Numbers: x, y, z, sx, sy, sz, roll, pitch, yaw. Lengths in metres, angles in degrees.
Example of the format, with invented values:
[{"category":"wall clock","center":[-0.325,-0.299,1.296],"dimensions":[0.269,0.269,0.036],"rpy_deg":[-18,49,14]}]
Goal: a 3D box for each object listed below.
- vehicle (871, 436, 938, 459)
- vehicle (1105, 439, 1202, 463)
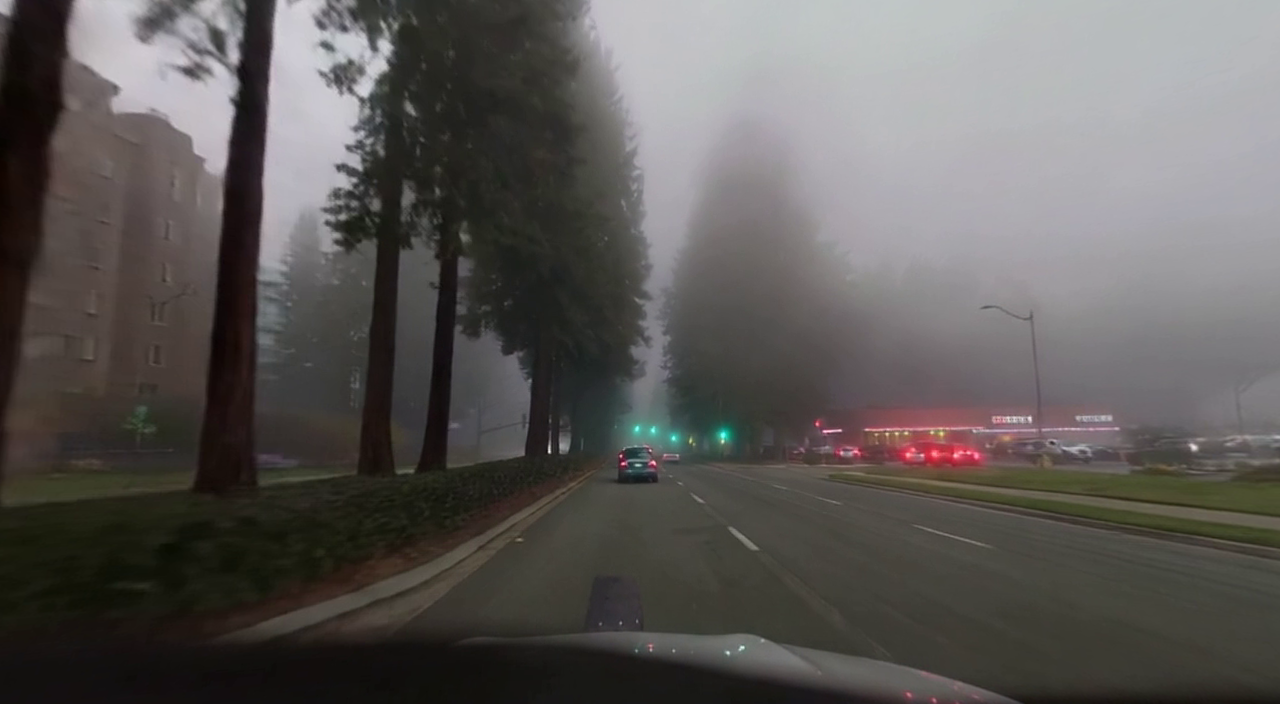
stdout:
[{"category":"vehicle","center":[20.559,7.395,49.171],"dimensions":[4.210,1.727,2.227],"rpy_deg":[1,-7,-8]},{"category":"vehicle","center":[34.850,6.696,43.019],"dimensions":[1.853,1.552,4.707],"rpy_deg":[4,-9,-30]}]
